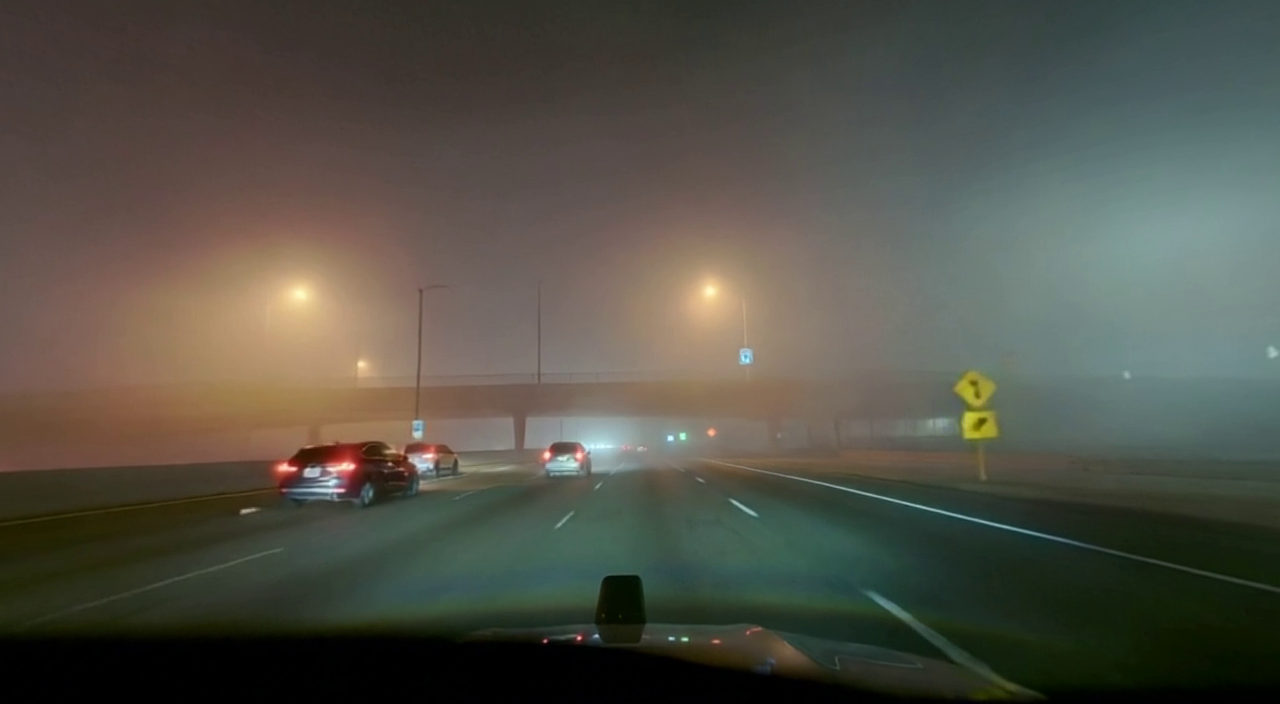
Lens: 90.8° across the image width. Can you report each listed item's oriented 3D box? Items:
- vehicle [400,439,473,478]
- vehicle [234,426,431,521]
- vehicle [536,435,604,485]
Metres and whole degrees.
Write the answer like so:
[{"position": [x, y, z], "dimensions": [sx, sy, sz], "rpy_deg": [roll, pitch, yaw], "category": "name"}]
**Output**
[{"position": [-9.897, 5.193, 31.119], "dimensions": [1.969, 1.759, 4.758], "rpy_deg": [0, -8, 0], "category": "vehicle"}, {"position": [-6.630, 2.654, 14.411], "dimensions": [2.015, 1.762, 4.790], "rpy_deg": [0, -8, 1], "category": "vehicle"}, {"position": [-2.530, 4.009, 23.821], "dimensions": [2.027, 1.697, 4.307], "rpy_deg": [0, -8, 1], "category": "vehicle"}]
